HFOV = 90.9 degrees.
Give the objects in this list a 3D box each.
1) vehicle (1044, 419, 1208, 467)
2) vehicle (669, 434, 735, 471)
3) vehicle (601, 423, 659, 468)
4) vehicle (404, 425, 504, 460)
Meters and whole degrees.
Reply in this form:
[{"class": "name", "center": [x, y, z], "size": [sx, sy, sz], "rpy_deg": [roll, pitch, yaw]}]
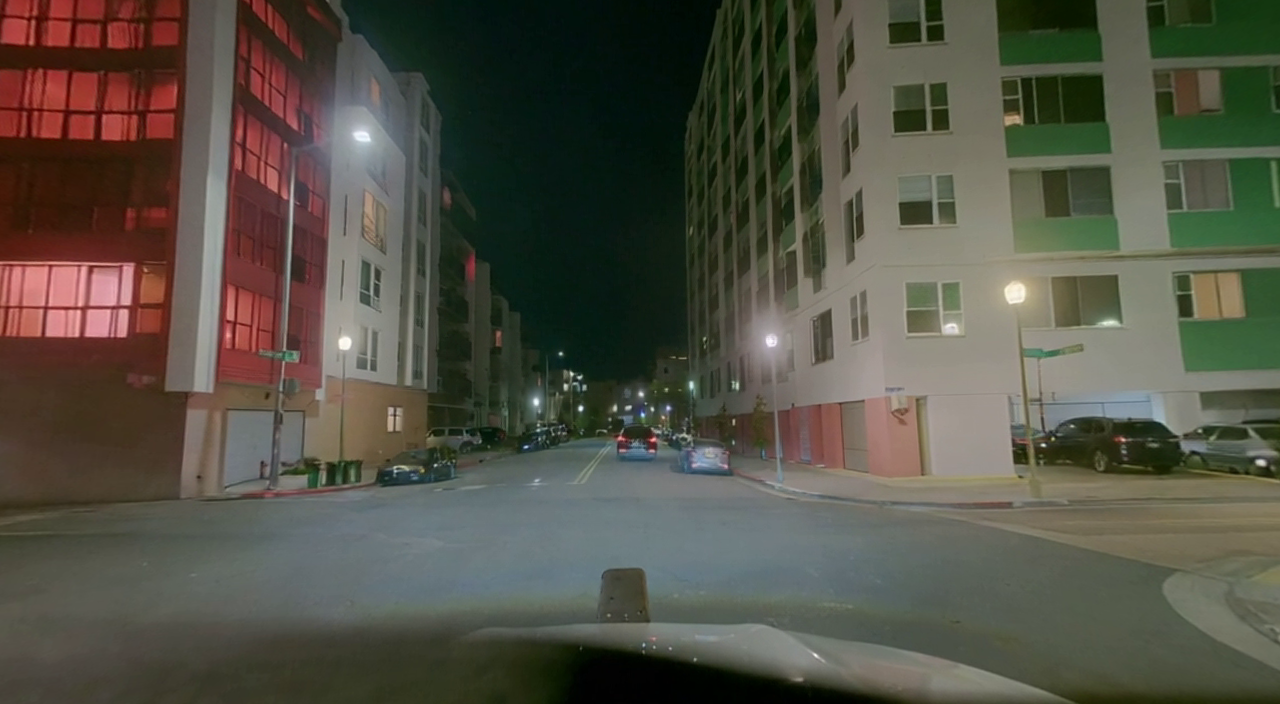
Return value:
[{"class": "vehicle", "center": [15.414, 2.914, 20.143], "size": [3.752, 1.453, 1.709], "rpy_deg": [0, -9, 2]}, {"class": "vehicle", "center": [2.538, 4.289, 27.049], "size": [2.290, 1.456, 4.503], "rpy_deg": [0, -8, -1]}, {"class": "vehicle", "center": [-0.545, 4.254, 28.686], "size": [2.412, 1.834, 4.636], "rpy_deg": [0, -9, -3]}, {"class": "vehicle", "center": [-11.441, 5.589, 38.872], "size": [5.540, 1.950, 2.113], "rpy_deg": [4, -12, -28]}]
